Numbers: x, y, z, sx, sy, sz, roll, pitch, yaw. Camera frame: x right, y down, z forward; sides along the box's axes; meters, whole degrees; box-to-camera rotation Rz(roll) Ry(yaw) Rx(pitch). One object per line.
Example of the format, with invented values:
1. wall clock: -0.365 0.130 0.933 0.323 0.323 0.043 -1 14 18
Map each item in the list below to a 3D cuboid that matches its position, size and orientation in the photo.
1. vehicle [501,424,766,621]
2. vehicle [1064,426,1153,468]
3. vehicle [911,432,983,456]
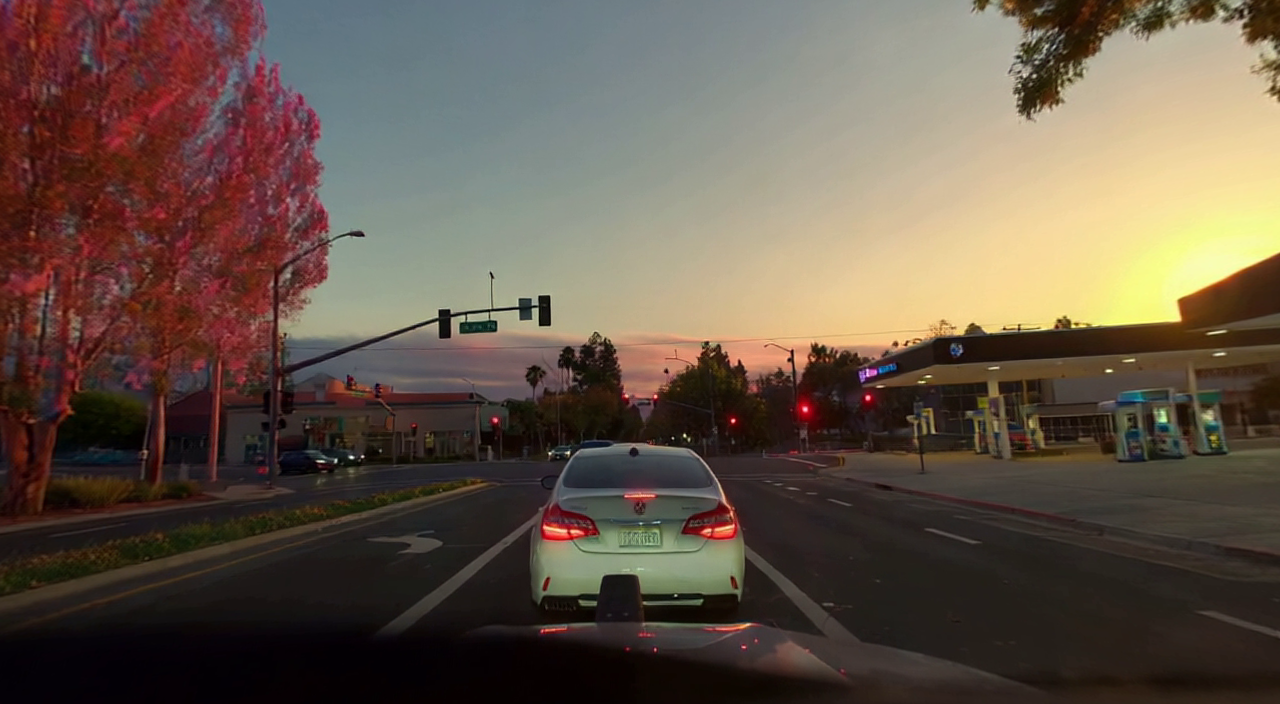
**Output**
1. vehicle: -0.047 1.600 6.897 2.010 1.482 4.057 0 -8 0
2. vehicle: 18.564 3.752 24.899 4.091 1.495 2.053 8 -12 -44
3. vehicle: 21.059 6.325 43.296 3.975 1.563 1.755 -1 -8 4
